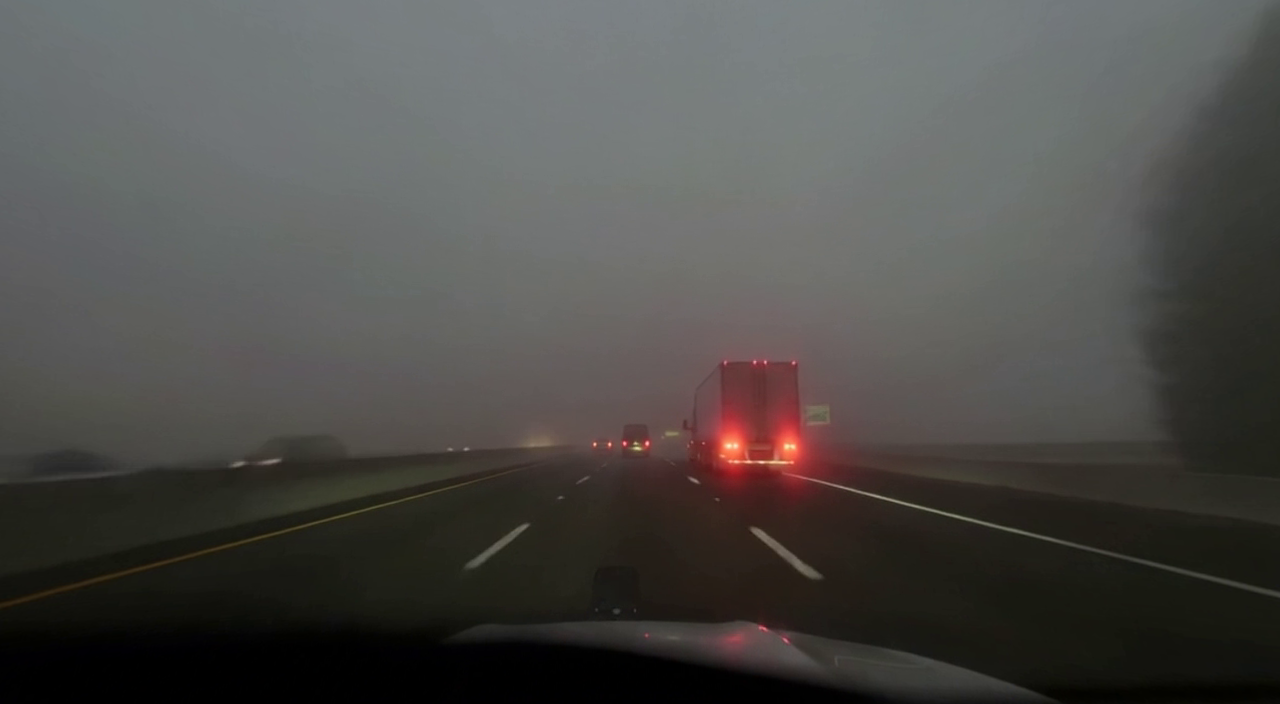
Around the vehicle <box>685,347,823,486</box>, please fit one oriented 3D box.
[{"bbox_3d":[3.676,2.627,23.688,2.997,3.983,10.860,1,-8,-1],"label":"vehicle"}]

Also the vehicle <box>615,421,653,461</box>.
[{"bbox_3d":[-0.401,6.304,44.787,2.481,2.618,6.314,0,-8,0],"label":"vehicle"}]
